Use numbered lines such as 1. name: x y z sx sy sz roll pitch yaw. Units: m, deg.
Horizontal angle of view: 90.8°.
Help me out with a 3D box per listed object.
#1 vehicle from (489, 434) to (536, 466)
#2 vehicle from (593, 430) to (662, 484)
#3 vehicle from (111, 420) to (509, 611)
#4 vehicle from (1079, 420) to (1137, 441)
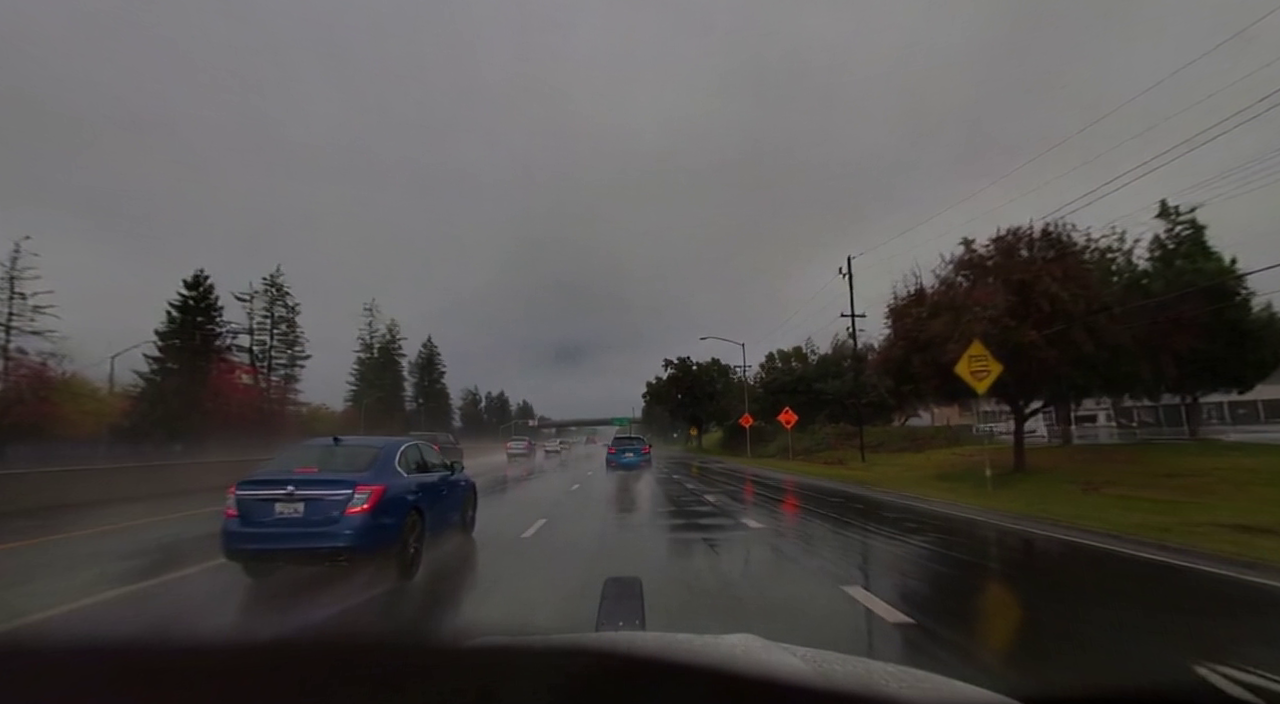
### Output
1. vehicle: -7.447 5.772 37.337 1.914 1.756 4.179 0 -8 0
2. vehicle: -0.440 3.582 21.805 2.140 1.653 4.108 0 -8 -1
3. vehicle: -3.135 1.647 7.448 2.174 1.510 4.636 0 -8 0
4. vehicle: 34.065 5.778 46.108 1.795 1.467 3.675 -2 -8 9
